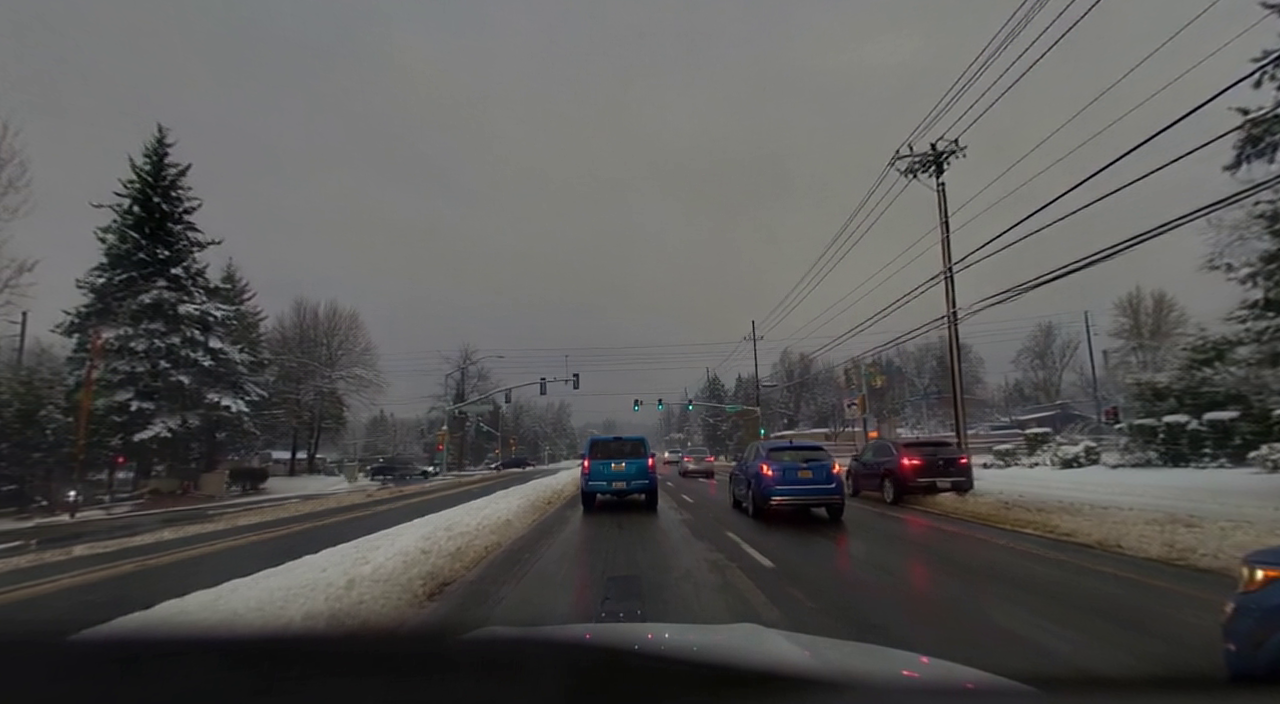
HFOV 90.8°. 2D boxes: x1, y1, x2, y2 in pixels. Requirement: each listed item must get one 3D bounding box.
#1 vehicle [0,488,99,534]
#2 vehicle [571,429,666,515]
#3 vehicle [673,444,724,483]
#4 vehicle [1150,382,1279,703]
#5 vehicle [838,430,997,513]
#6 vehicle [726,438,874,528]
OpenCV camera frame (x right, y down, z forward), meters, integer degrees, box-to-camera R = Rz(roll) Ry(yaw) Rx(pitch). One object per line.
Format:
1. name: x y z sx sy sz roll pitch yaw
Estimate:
1. vehicle: -26.926 7.197 28.582 4.526 1.715 1.989 -10 -13 26
2. vehicle: -0.580 3.160 17.093 2.231 1.998 4.254 0 -9 -2
3. vehicle: 2.776 5.403 30.844 1.915 1.765 4.047 0 -9 -2
4. vehicle: 3.248 0.620 0.573 1.889 1.517 4.308 0 -9 -1
5. vehicle: 6.693 2.917 15.889 1.929 1.753 4.396 0 -9 -1
6. vehicle: 3.169 2.677 13.548 1.880 1.579 4.401 0 -9 -2
